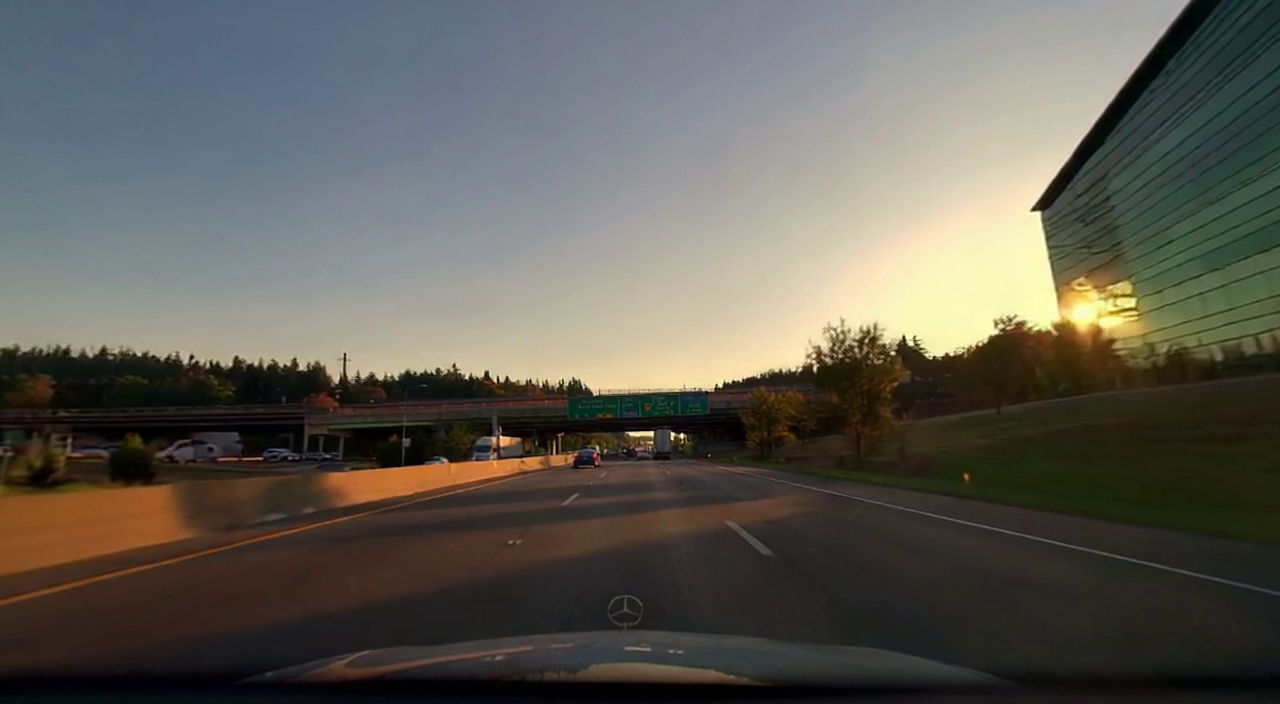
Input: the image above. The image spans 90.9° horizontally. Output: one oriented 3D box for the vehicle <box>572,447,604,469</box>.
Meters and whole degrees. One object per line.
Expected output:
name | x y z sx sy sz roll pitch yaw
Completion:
vehicle | -3.894 7.995 47.675 2.042 1.506 4.211 0 -9 0
